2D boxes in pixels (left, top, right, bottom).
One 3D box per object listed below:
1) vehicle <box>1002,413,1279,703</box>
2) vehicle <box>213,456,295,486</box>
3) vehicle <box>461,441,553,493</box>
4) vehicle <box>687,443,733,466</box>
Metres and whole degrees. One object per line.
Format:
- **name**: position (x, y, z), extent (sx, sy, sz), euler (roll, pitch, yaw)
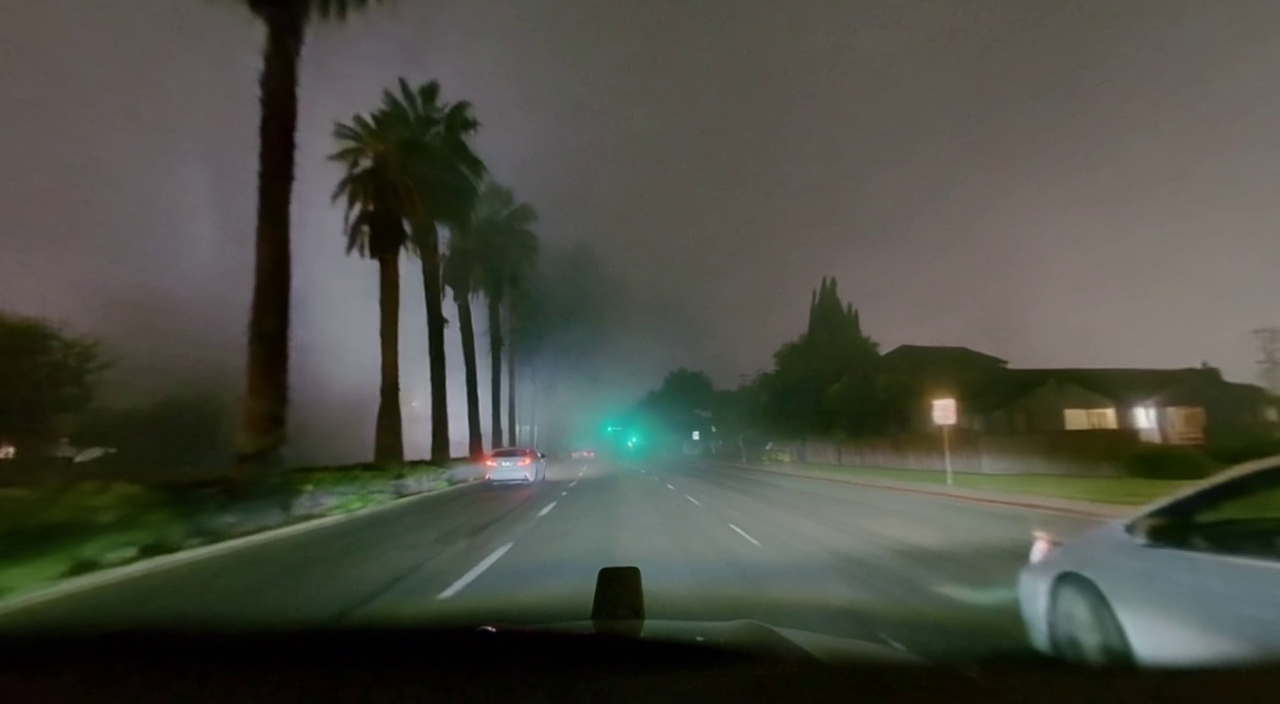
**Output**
- **vehicle**: position (3.074, 0.771, 1.124), extent (1.941, 1.424, 4.720), euler (0, -9, -2)
- **vehicle**: position (-22.568, 6.971, 37.227), extent (2.191, 1.482, 4.661), euler (-2, -9, -4)
- **vehicle**: position (-4.153, 3.697, 20.604), extent (2.108, 1.475, 4.555), euler (0, -9, -1)
- **vehicle**: position (4.998, 7.472, 46.151), extent (2.169, 1.559, 5.849), euler (1, -9, -5)
